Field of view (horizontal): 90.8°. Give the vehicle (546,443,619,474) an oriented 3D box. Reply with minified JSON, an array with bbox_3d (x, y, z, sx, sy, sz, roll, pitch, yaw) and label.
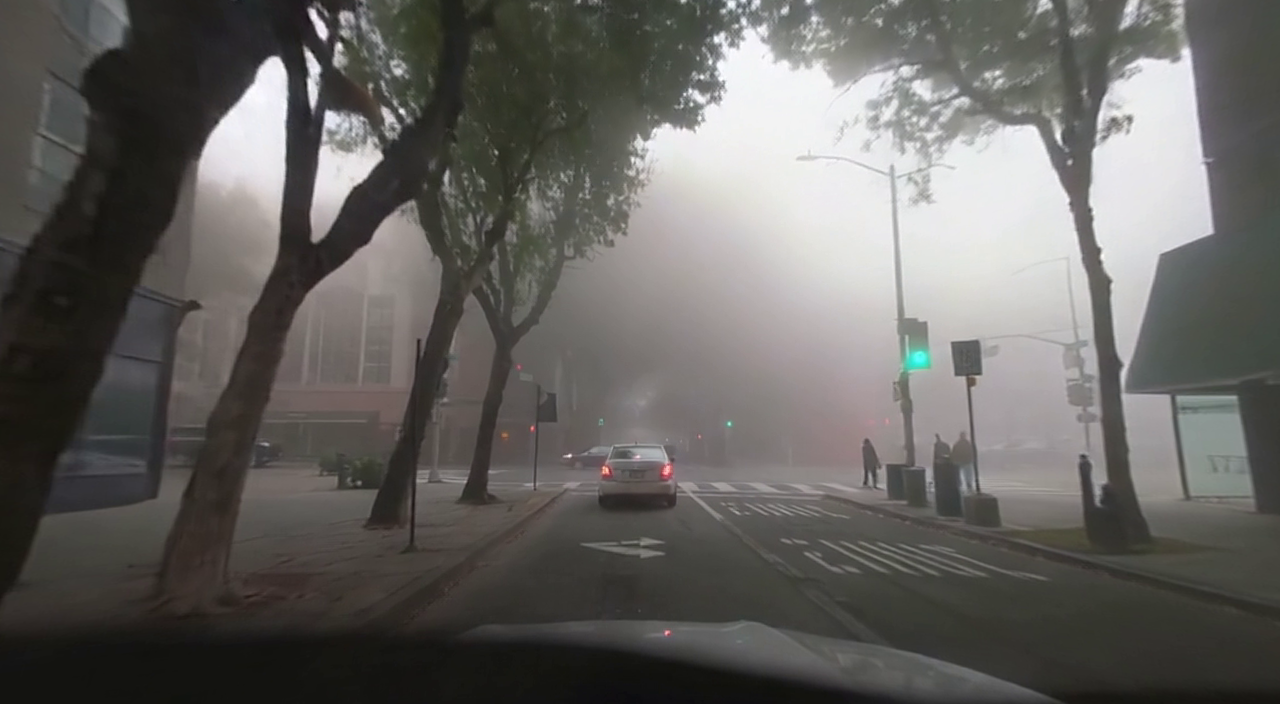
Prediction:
[{"bbox_3d":[-3.124,5.581,33.283,1.871,1.468,4.627,5,-10,-33],"label":"vehicle"}]

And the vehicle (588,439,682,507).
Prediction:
[{"bbox_3d":[-0.146,3.057,16.440,2.106,1.482,4.459,0,-9,-1],"label":"vehicle"}]
